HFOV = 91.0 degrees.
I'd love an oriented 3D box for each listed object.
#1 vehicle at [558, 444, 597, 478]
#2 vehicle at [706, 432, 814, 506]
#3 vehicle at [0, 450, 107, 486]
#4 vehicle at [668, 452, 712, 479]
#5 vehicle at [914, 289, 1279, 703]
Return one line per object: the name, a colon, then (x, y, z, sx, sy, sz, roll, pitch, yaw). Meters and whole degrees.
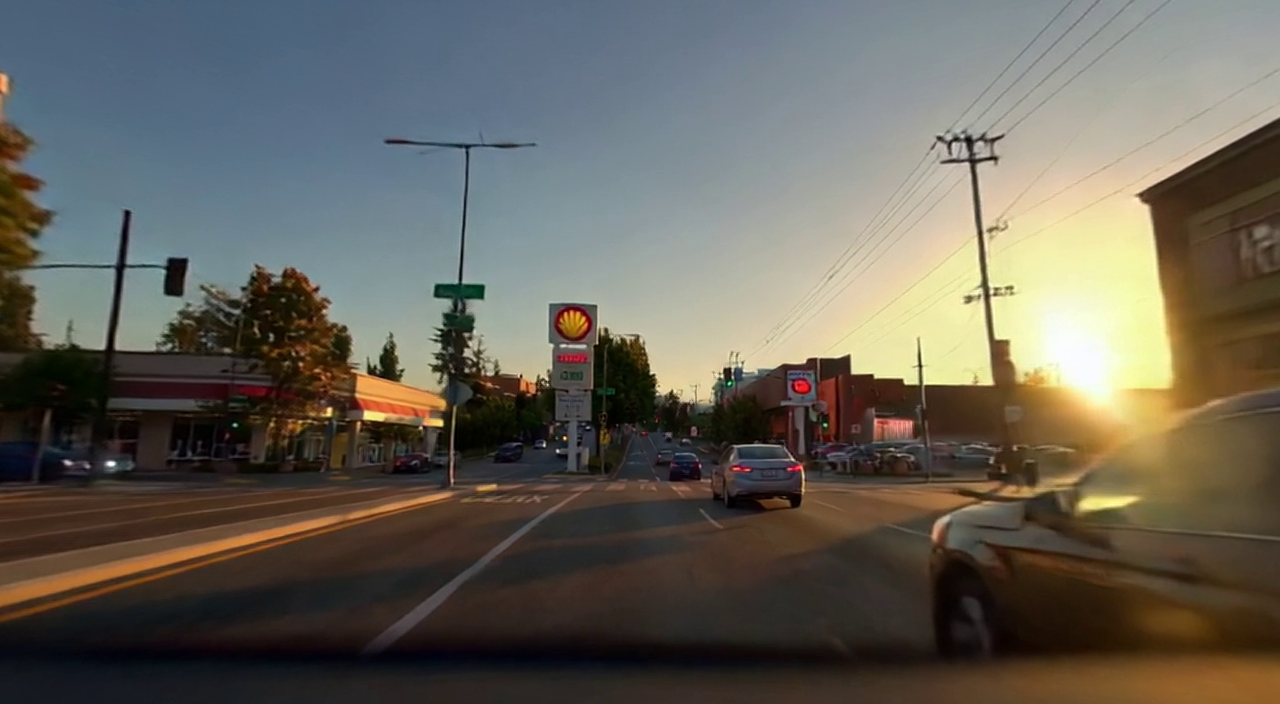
vehicle: (-3.733, 6.597, 37.665, 2.189, 1.836, 4.693, 0, -12, -6)
vehicle: (2.989, 3.015, 16.700, 1.999, 1.679, 4.217, 0, -8, -1)
vehicle: (-27.068, 5.131, 27.975, 4.582, 1.498, 2.229, 0, -8, -2)
vehicle: (2.950, 6.793, 38.037, 2.282, 1.458, 4.362, 0, -8, -1)
vehicle: (2.736, 0.661, 1.289, 2.183, 1.720, 4.842, 0, -8, 0)
